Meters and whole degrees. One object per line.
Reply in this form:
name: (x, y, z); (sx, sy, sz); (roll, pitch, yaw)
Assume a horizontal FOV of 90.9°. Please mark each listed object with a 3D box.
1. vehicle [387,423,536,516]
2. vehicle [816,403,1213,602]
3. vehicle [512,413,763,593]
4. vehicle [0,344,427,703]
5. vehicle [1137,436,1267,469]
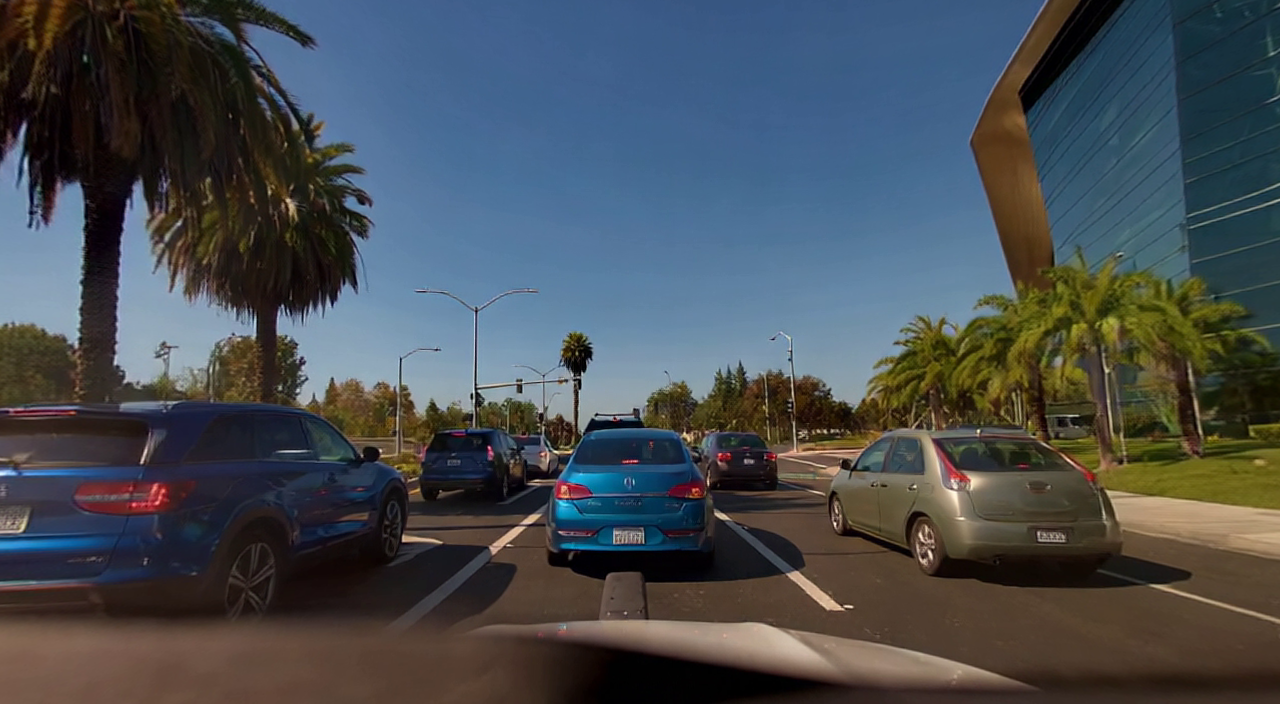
vehicle: (-3.467, 2.359, 13.071); (1.917, 1.631, 3.768); (0, -8, 1)
vehicle: (3.837, 1.617, 7.684); (2.064, 1.696, 4.431); (0, -8, 0)
vehicle: (-0.059, 1.661, 7.817); (2.219, 1.586, 4.321); (0, -8, -1)
vehicle: (-3.533, 1.158, 5.260); (2.014, 1.775, 4.404); (0, -8, -1)
vehicle: (25.442, 4.551, 28.655); (4.014, 1.417, 1.777); (-1, -8, 5)
